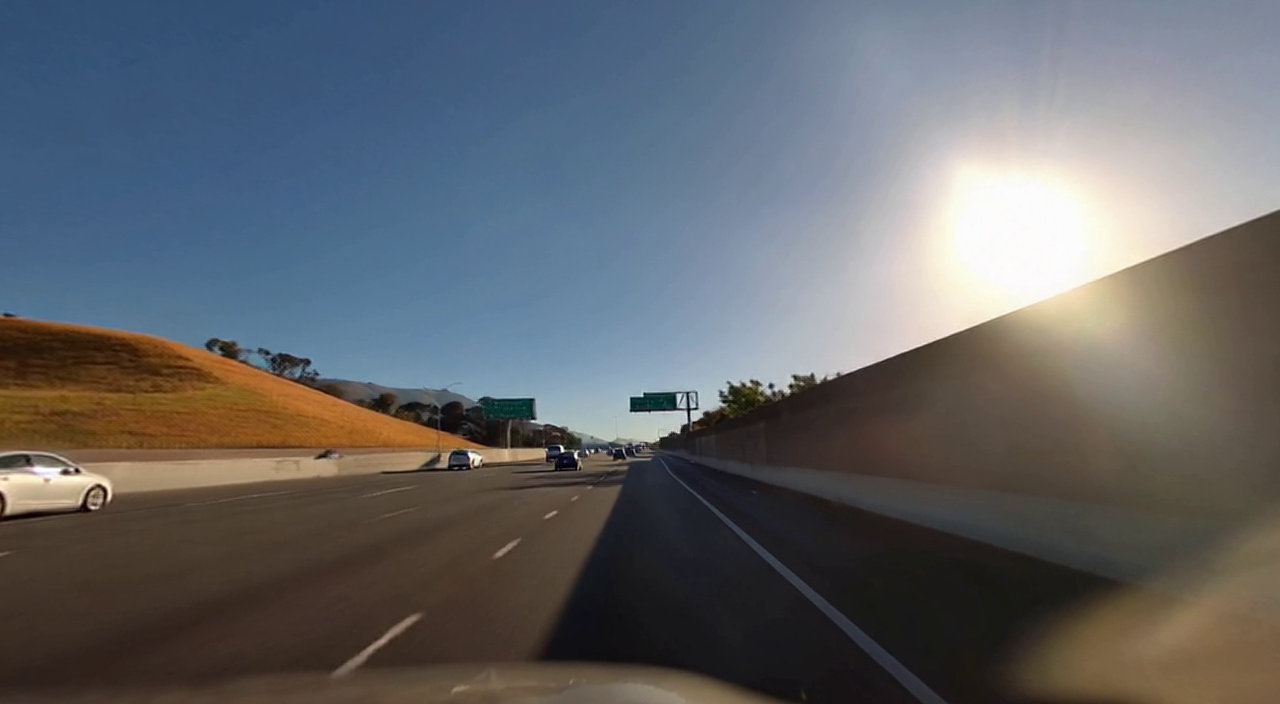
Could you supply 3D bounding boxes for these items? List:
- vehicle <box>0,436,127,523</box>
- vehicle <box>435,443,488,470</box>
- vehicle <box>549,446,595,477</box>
[{"bbox_3d":[-13.090,2.480,12.432,2.035,1.630,4.527,0,-8,2],"label":"vehicle"},{"bbox_3d":[-12.053,7.067,42.935,2.076,1.766,4.831,0,-8,1],"label":"vehicle"},{"bbox_3d":[-3.514,5.738,33.365,1.931,1.492,4.076,0,-8,1],"label":"vehicle"}]
